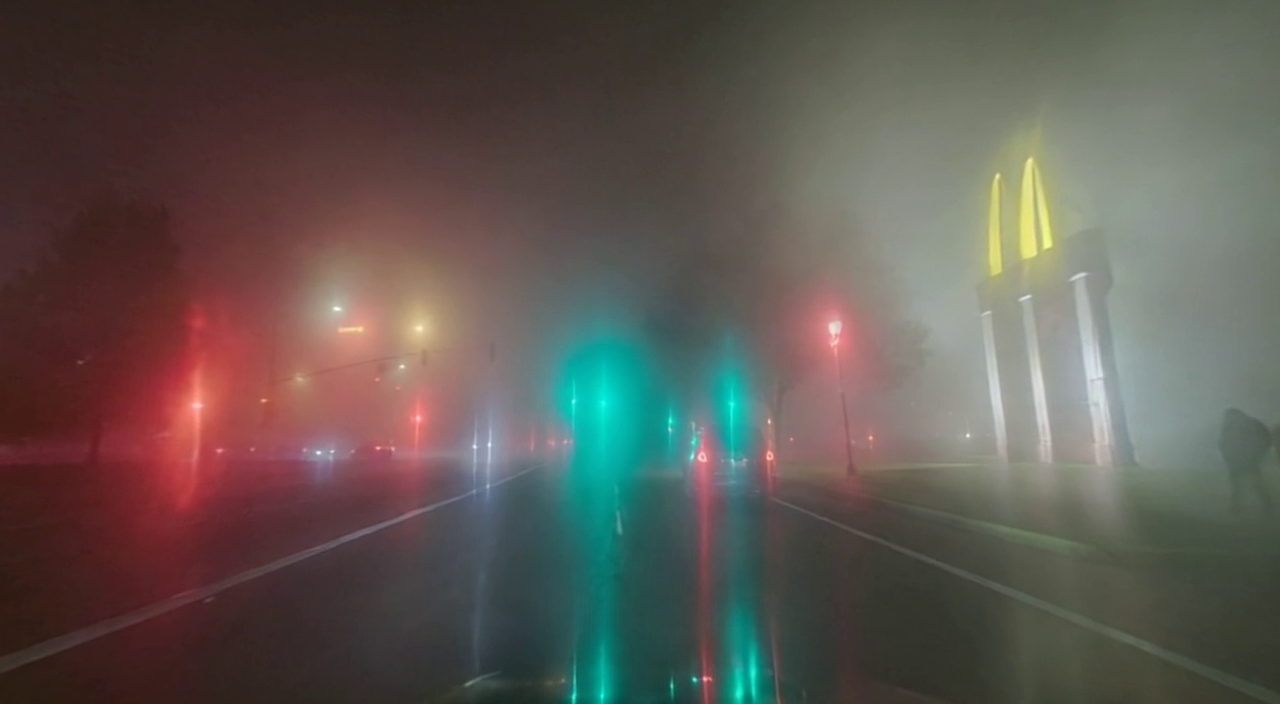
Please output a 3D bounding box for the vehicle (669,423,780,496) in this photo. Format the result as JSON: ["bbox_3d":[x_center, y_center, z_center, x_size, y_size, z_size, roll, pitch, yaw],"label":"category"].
[{"bbox_3d":[2.065,2.806,16.870,2.230,1.683,4.204,0,-8,-2],"label":"vehicle"}]

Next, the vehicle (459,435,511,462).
[{"bbox_3d":[-8.934,5.596,36.746,1.924,1.458,4.448,0,-8,-1],"label":"vehicle"}]
